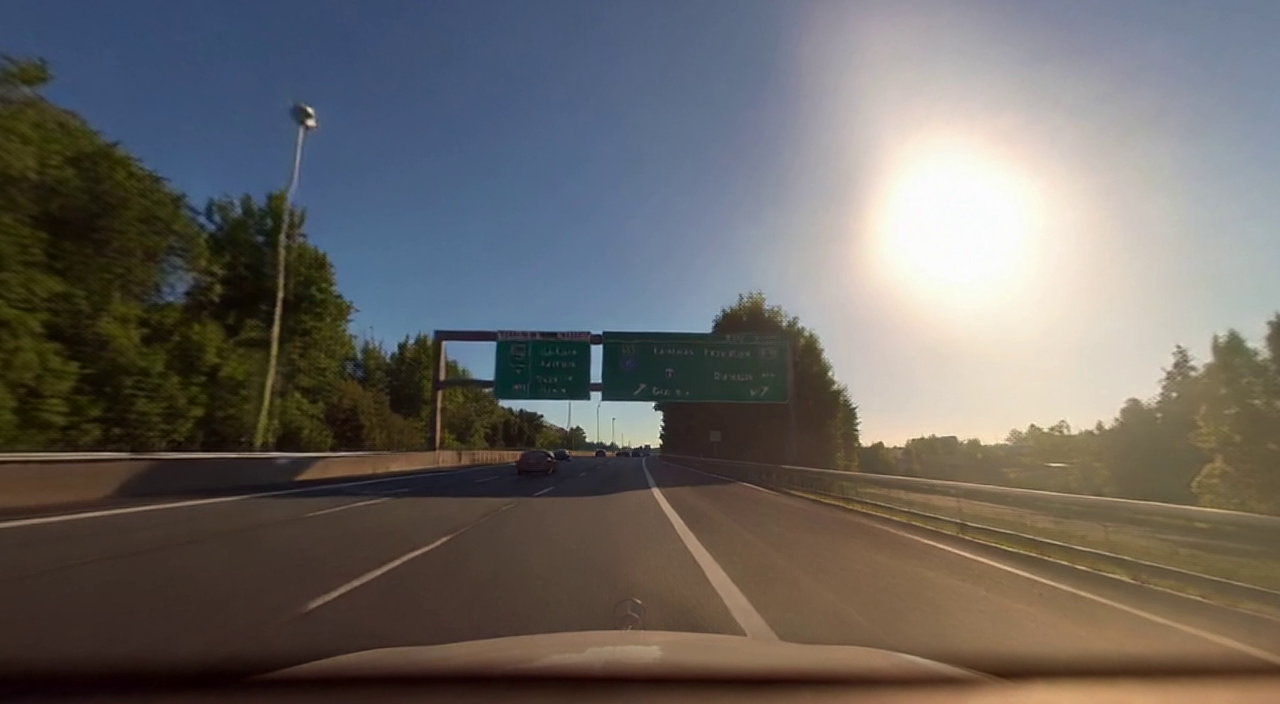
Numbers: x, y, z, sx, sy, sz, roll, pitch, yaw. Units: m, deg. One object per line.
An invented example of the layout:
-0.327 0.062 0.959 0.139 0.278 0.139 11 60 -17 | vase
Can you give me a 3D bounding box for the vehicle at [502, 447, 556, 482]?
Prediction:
-5.437 5.563 31.454 1.875 1.587 4.687 0 -9 -1 | vehicle
